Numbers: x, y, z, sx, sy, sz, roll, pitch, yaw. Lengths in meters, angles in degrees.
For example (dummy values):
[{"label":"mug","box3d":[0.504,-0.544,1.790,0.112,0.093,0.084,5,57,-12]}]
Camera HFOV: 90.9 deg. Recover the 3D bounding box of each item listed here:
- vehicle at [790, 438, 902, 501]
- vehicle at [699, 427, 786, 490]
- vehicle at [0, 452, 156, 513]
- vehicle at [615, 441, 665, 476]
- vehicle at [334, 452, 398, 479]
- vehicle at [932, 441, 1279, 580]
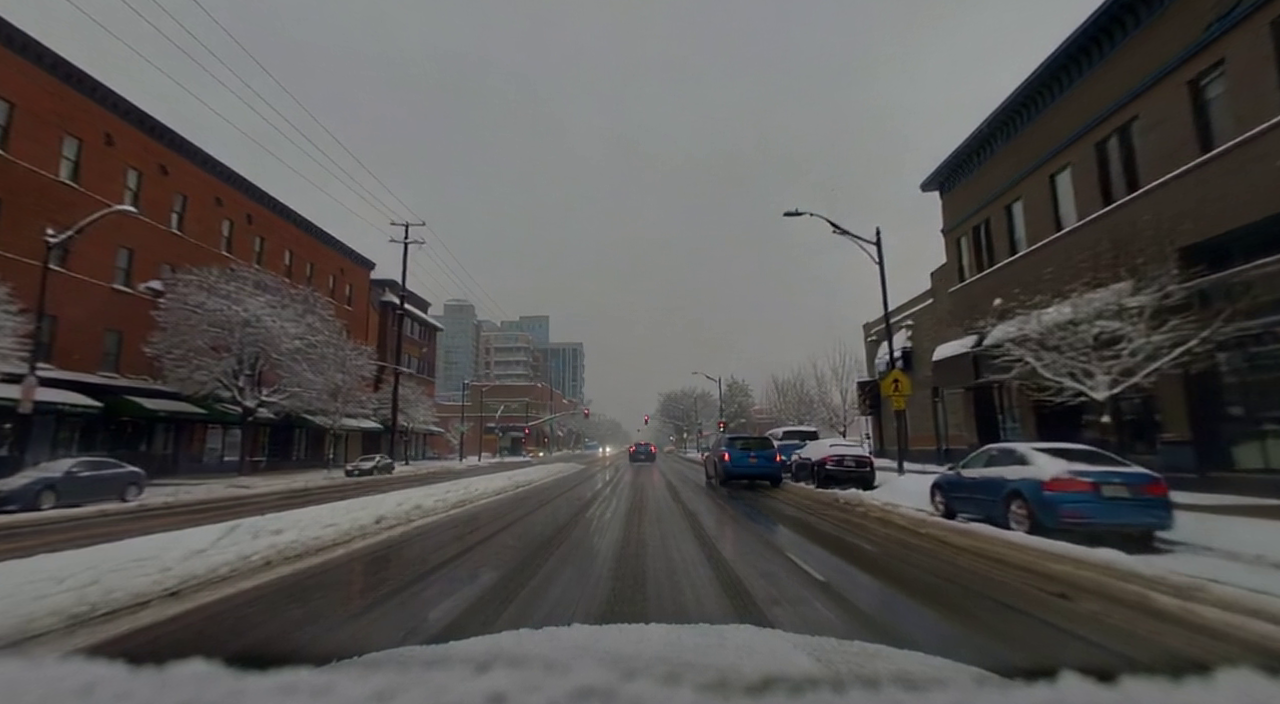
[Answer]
[{"label":"vehicle","box3d":[6.862,3.955,21.701,2.176,1.901,4.887,0,-9,0]},{"label":"vehicle","box3d":[3.385,3.661,21.887,2.159,1.938,4.836,0,-9,-1]},{"label":"vehicle","box3d":[-17.460,3.816,18.943,1.946,1.471,4.912,-1,-8,0]},{"label":"vehicle","box3d":[0.026,5.126,30.572,2.245,1.587,4.094,0,-9,0]},{"label":"vehicle","box3d":[-17.343,7.185,40.160,1.924,1.558,4.620,-1,-9,1]},{"label":"vehicle","box3d":[6.644,2.230,9.795,2.107,1.589,4.477,1,-9,1]}]
